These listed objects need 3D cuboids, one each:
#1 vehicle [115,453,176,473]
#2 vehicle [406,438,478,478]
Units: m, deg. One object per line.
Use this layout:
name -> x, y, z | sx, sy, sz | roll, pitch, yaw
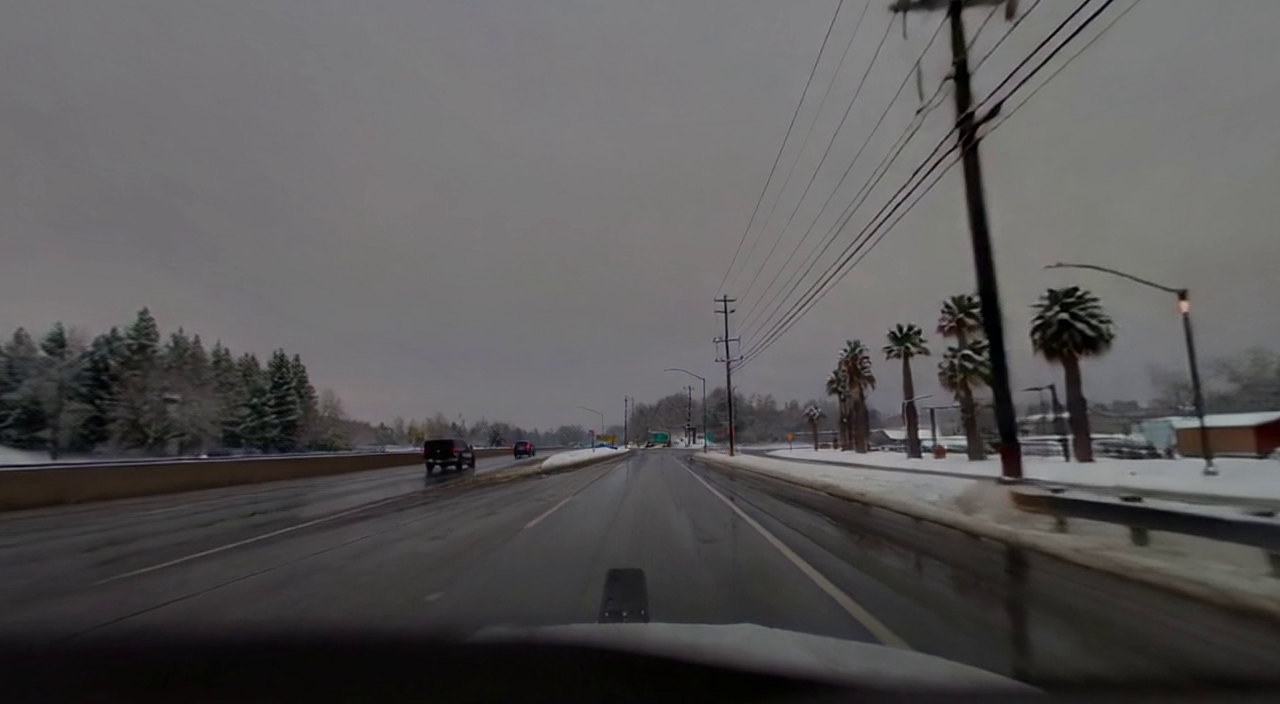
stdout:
vehicle -> -38.637, 8.687, 49.392 | 1.688, 1.415, 3.958 | 0, -8, -3
vehicle -> -8.578, 4.591, 27.658 | 2.029, 1.609, 3.935 | 0, -8, -3
